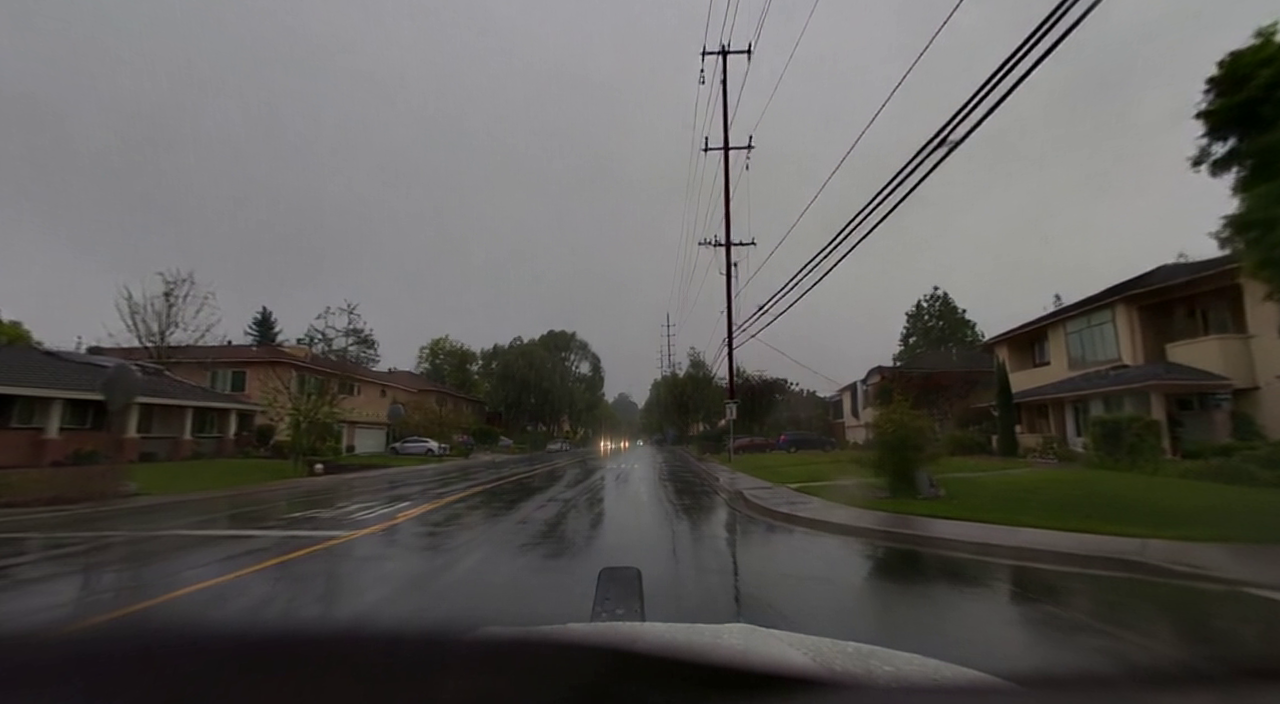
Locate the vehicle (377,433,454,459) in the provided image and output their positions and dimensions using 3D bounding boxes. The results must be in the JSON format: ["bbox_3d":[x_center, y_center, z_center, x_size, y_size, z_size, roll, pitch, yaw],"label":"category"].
[{"bbox_3d":[-15.249,6.383,43.104,4.500,1.714,1.924,-1,-8,7],"label":"vehicle"}]

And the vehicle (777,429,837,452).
[{"bbox_3d":[12.828,6.826,48.758,4.122,1.610,1.888,-1,-6,2],"label":"vehicle"}]
